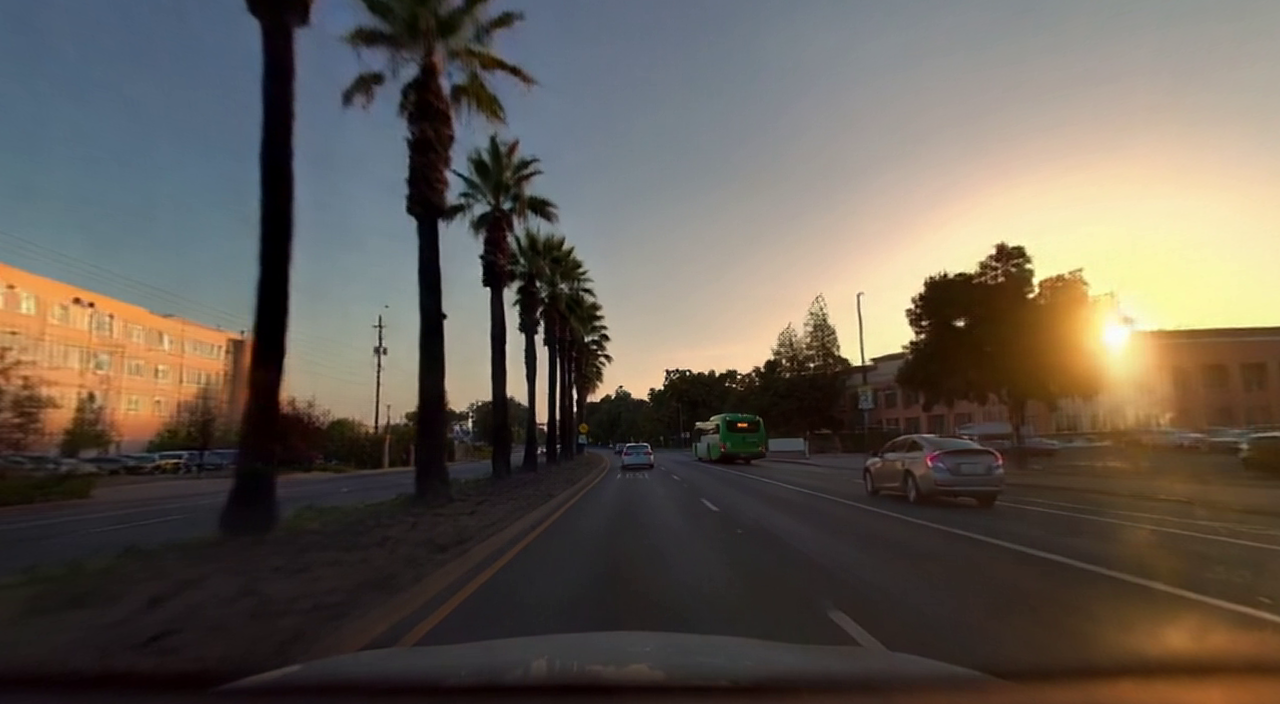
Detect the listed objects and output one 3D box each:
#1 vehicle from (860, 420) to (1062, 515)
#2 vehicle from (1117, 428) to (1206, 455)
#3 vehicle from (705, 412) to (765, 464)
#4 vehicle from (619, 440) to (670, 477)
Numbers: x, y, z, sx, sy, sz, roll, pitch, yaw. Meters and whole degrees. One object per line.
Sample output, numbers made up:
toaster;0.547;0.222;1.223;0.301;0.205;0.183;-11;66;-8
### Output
vehicle;6.430;2.369;13.334;2.031;1.670;4.154;0;-9;0
vehicle;35.496;6.174;43.189;1.908;1.637;4.765;-2;-9;0
vehicle;6.675;6.318;45.918;2.795;3.383;9.287;0;-9;0
vehicle;0.177;4.691;28.063;2.065;1.477;4.306;0;-9;0
